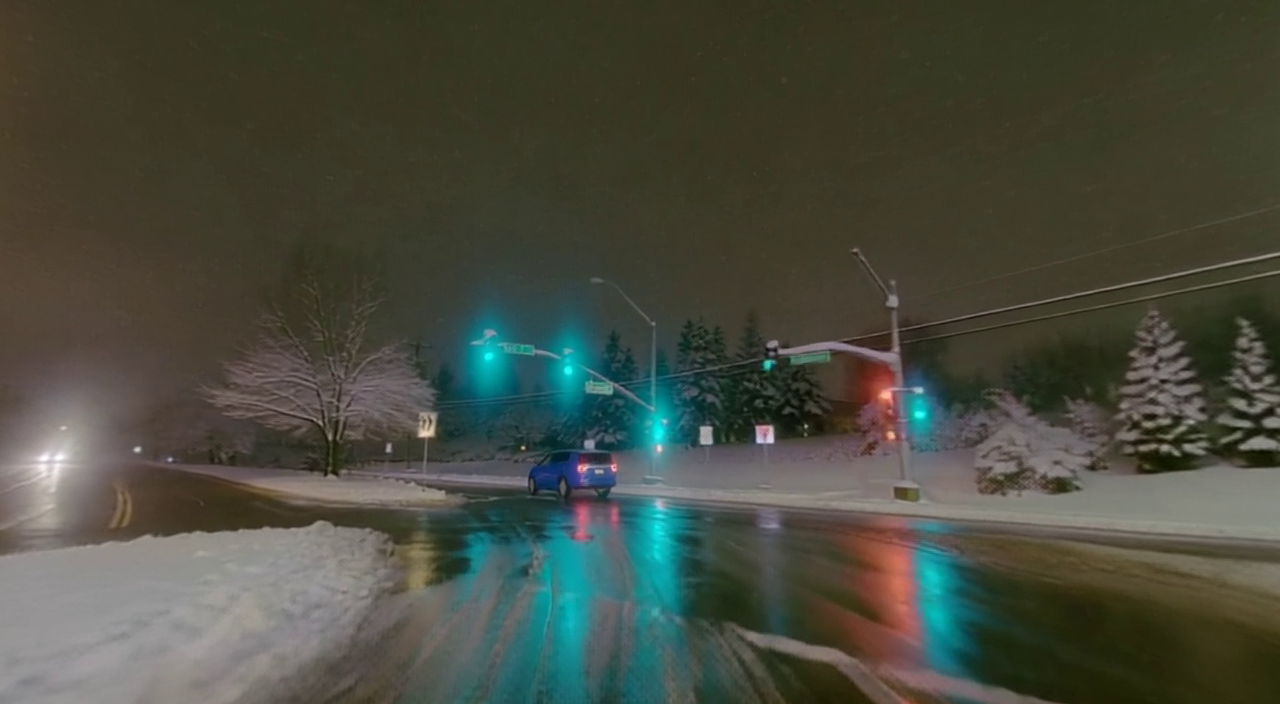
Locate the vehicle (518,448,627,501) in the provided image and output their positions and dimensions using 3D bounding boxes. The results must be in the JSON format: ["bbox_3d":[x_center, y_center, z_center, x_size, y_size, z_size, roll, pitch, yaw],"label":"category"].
[{"bbox_3d":[-2.747,4.685,24.659,2.284,1.788,4.871,5,-10,-32],"label":"vehicle"}]
